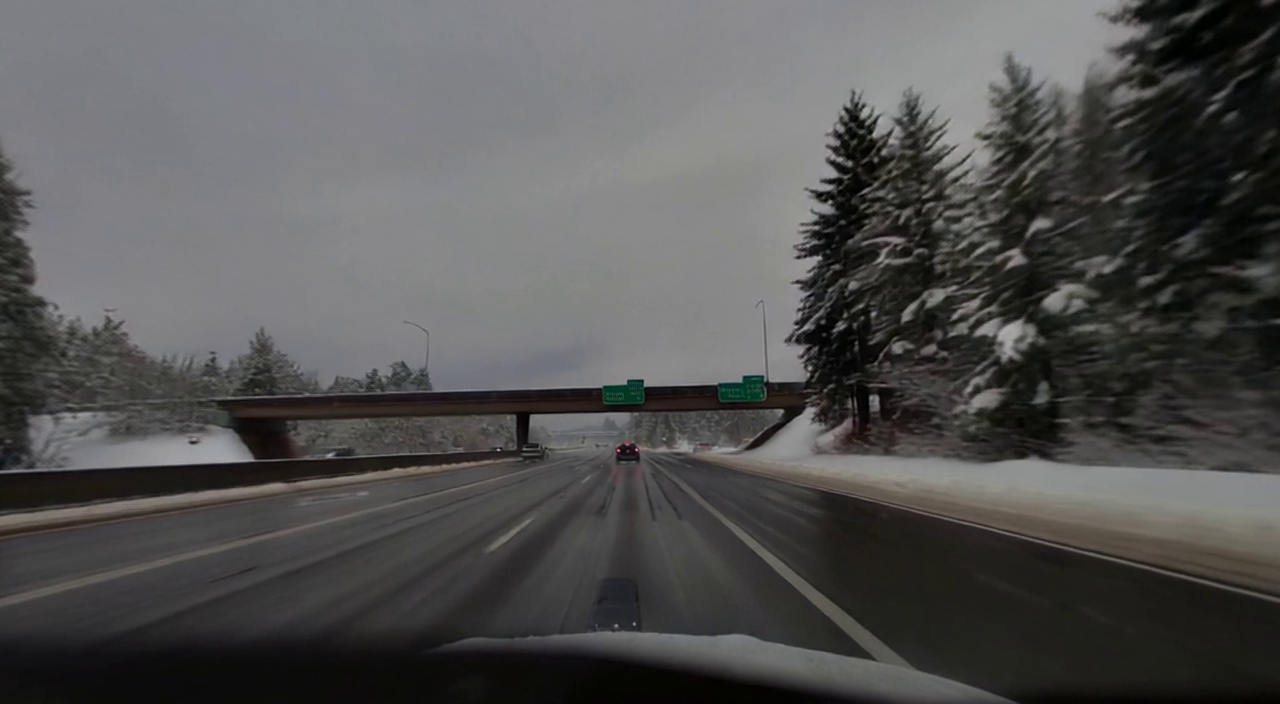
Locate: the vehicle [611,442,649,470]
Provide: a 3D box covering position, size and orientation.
[{"bbox_3d":[-0.608,5.872,35.794,2.012,1.471,4.059,0,-8,-2],"label":"vehicle"}]

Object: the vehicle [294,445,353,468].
[{"bbox_3d":[-24.802,8.166,49.745,1.978,1.665,5.327,-1,-8,-2],"label":"vehicle"}]
